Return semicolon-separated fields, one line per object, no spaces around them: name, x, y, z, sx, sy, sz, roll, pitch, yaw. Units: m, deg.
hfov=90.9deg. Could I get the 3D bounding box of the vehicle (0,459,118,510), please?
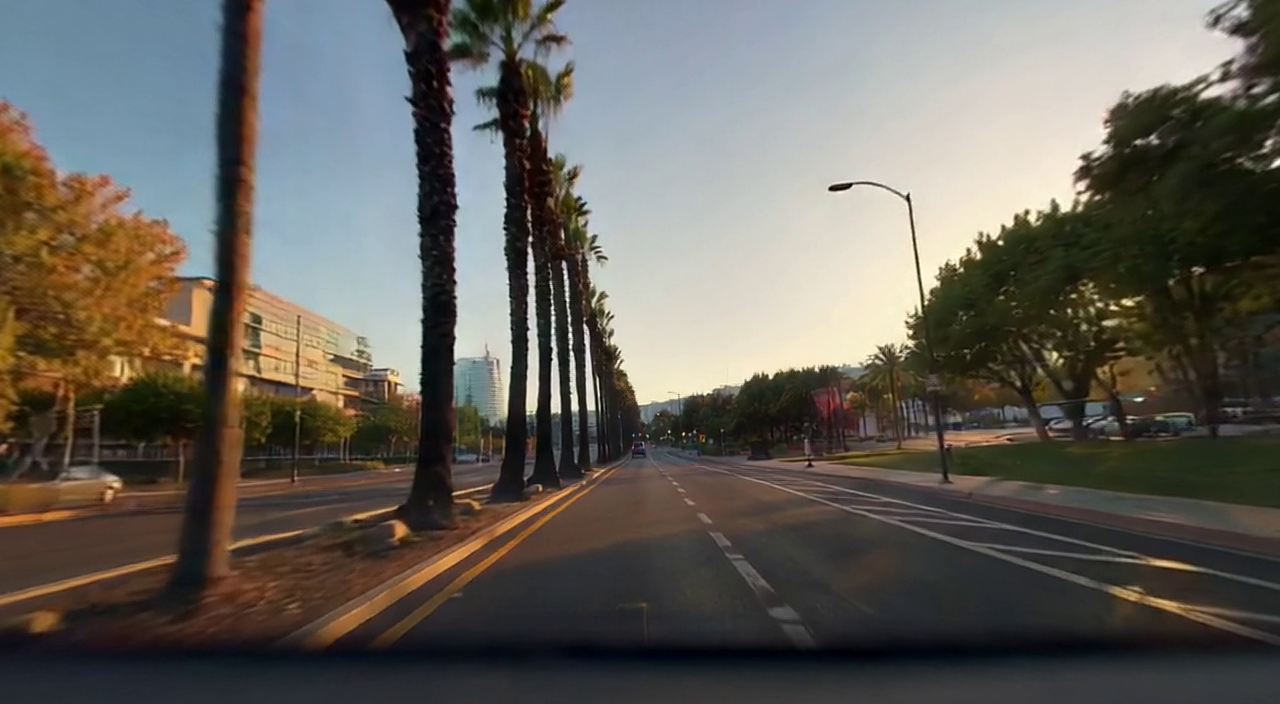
vehicle;-22.373;4.897;23.682;1.809;1.591;4.245;0;-8;0
